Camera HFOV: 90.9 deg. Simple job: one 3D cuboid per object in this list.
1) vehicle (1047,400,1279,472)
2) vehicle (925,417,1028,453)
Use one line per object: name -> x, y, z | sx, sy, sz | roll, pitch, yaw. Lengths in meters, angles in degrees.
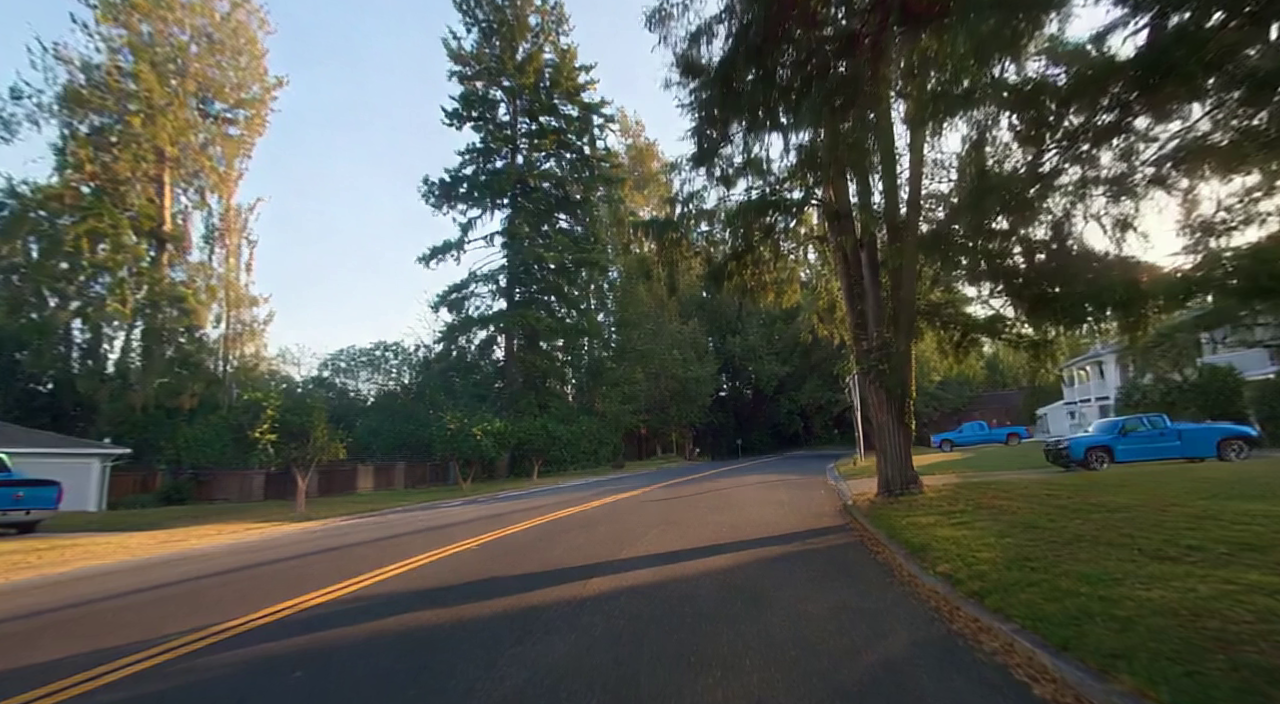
vehicle -> 14.324, 2.384, 17.448 | 4.644, 1.441, 2.074 | -9, -11, 21
vehicle -> 22.315, 5.600, 42.046 | 5.704, 1.788, 2.095 | -9, -14, 24
